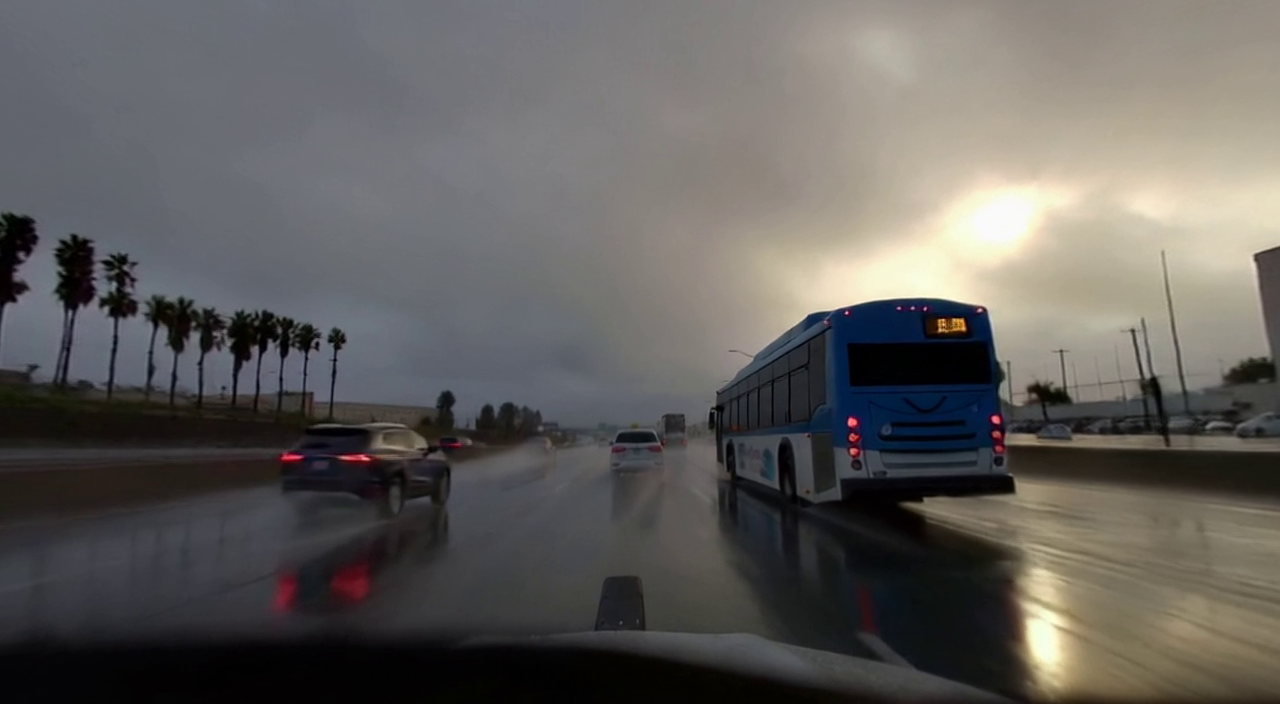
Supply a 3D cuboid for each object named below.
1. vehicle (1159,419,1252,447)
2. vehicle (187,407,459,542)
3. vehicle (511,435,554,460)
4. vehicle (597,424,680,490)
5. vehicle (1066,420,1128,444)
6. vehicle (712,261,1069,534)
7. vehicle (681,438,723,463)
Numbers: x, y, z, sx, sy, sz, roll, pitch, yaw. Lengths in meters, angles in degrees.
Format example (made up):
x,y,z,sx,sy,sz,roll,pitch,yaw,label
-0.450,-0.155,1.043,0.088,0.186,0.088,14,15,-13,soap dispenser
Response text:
x,y,z,sx,sy,sz,roll,pitch,yaw,label
32.140,4.690,35.948,1.795,1.481,3.986,-1,-9,4,vehicle
-4.901,1.991,10.795,2.100,1.765,4.743,0,-9,1,vehicle
-7.850,7.078,46.479,2.291,1.729,4.879,0,-9,1,vehicle
-0.007,3.203,19.425,2.268,1.796,4.280,0,-9,1,vehicle
33.438,5.916,46.214,1.859,1.638,4.161,-1,-9,8,vehicle
4.049,1.636,15.422,3.020,3.622,14.302,0,-9,0,vehicle
3.815,6.205,39.671,2.039,1.516,4.521,0,-9,-2,vehicle
